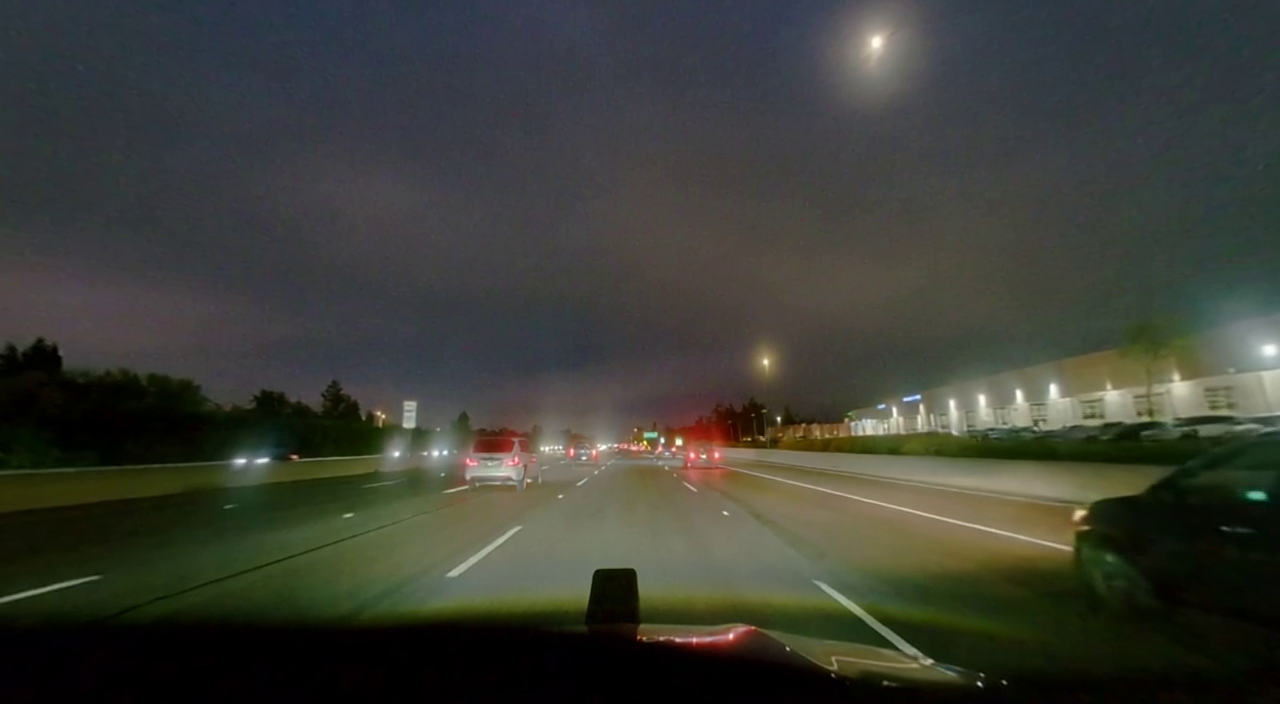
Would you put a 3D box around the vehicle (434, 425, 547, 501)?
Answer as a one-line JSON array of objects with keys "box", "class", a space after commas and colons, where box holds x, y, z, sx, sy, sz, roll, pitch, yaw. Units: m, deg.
[{"box": [-3.873, 2.969, 17.240, 1.987, 1.765, 4.508, 0, -8, 0], "class": "vehicle"}]

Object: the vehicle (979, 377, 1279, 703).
[{"box": [3.683, 0.905, 2.636, 2.033, 1.596, 4.344, 0, -8, -1], "class": "vehicle"}]

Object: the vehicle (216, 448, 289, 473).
[{"box": [-24.943, 6.990, 40.869, 1.944, 1.478, 4.295, 0, -8, 1], "class": "vehicle"}]

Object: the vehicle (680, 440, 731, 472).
[{"box": [3.263, 5.269, 32.195, 1.957, 1.510, 4.643, 0, -8, -2], "class": "vehicle"}]

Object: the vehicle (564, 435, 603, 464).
[{"box": [-4.016, 7.078, 45.892, 2.410, 1.981, 5.355, 0, -8, 0], "class": "vehicle"}]
